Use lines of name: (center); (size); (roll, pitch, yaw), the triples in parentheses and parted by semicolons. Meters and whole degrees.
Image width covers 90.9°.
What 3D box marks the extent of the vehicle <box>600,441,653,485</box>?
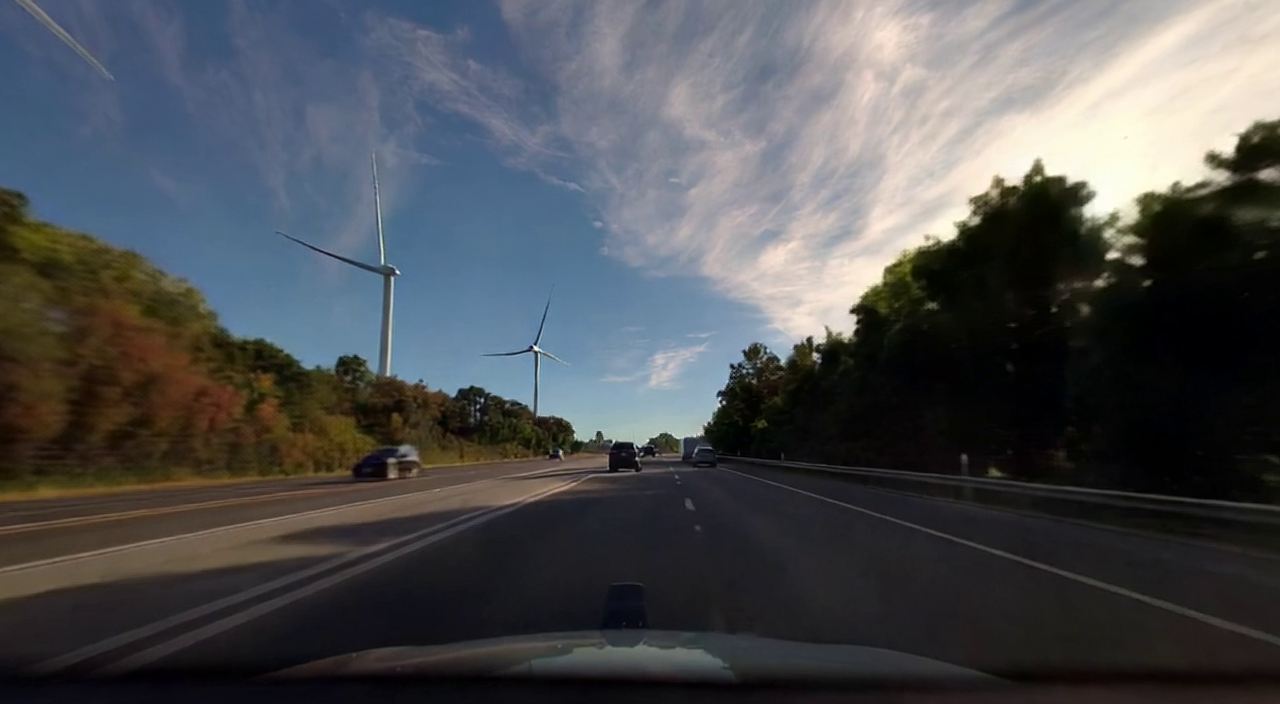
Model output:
vehicle: (-0.508, 4.734, 27.196); (2.038, 1.723, 4.150); (-1, -9, 2)

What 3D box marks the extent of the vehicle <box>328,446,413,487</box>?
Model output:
vehicle: (-12.727, 5.399, 30.089); (1.924, 1.754, 4.607); (-1, -9, 1)

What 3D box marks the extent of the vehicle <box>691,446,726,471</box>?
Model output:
vehicle: (4.828, 7.570, 44.922); (2.040, 1.721, 4.507); (0, -9, 1)
